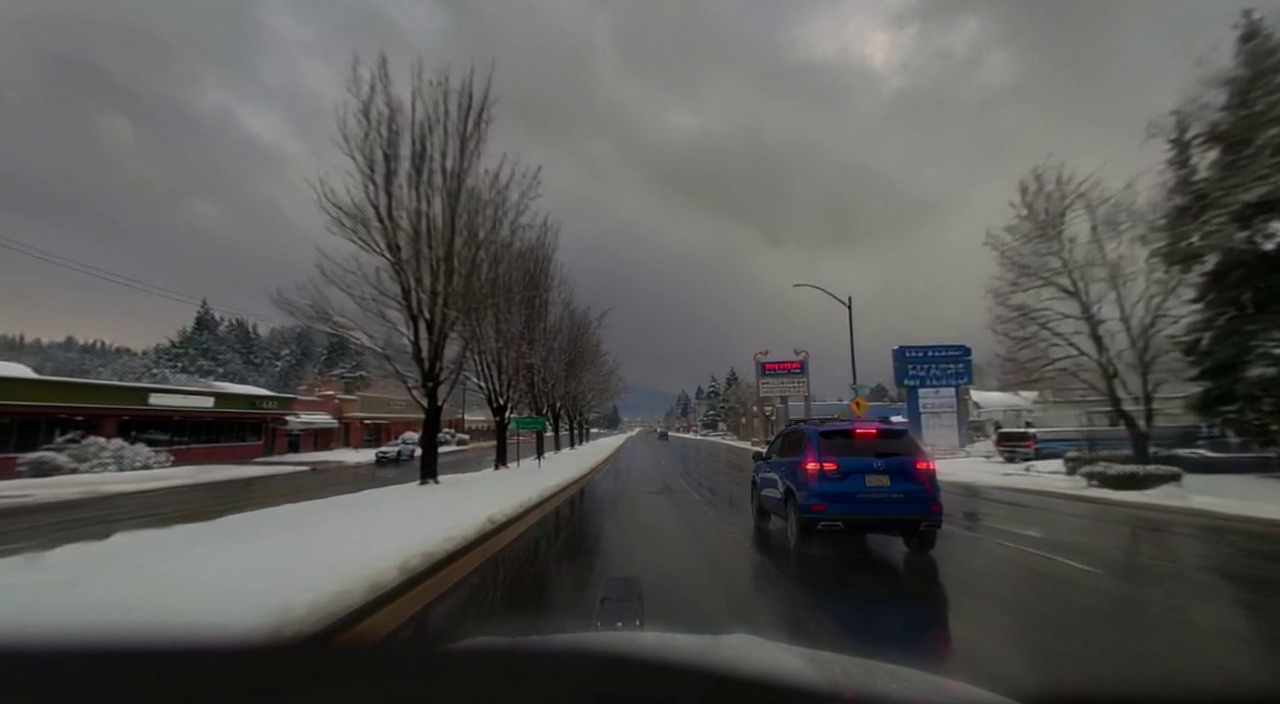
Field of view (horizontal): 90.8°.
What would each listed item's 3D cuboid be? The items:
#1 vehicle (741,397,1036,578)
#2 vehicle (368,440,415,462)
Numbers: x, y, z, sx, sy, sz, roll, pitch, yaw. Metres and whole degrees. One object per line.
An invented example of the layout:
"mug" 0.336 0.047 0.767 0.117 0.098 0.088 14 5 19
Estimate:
"vehicle" 2.858 1.700 8.689 2.130 1.790 4.615 0 -9 0
"vehicle" -19.480 7.815 49.715 1.988 1.634 4.301 0 -9 -1
